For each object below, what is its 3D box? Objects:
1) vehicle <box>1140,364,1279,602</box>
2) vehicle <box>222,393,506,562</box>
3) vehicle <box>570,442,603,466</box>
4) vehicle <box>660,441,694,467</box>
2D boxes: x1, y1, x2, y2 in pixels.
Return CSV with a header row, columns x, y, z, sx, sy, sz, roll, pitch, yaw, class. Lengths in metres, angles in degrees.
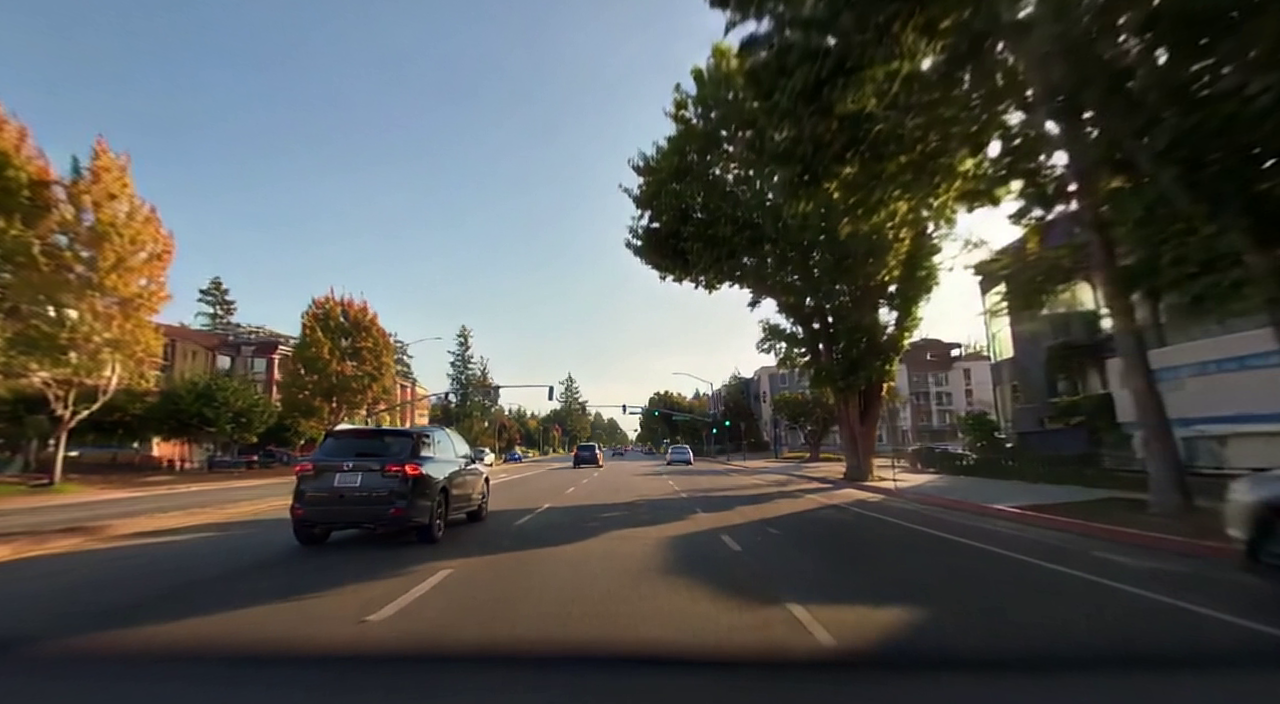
x,y,z,sx,sy,sz,roll,pitch,yaw,class
6.991,0.960,4.117,2.521,2.108,6.111,1,-9,1,vehicle
-3.825,1.877,10.153,2.225,1.984,5.168,0,-9,0,vehicle
-4.072,7.795,48.434,2.083,1.685,4.069,-1,-9,1,vehicle
2.577,7.239,45.078,2.018,1.719,4.369,0,-9,-2,vehicle
